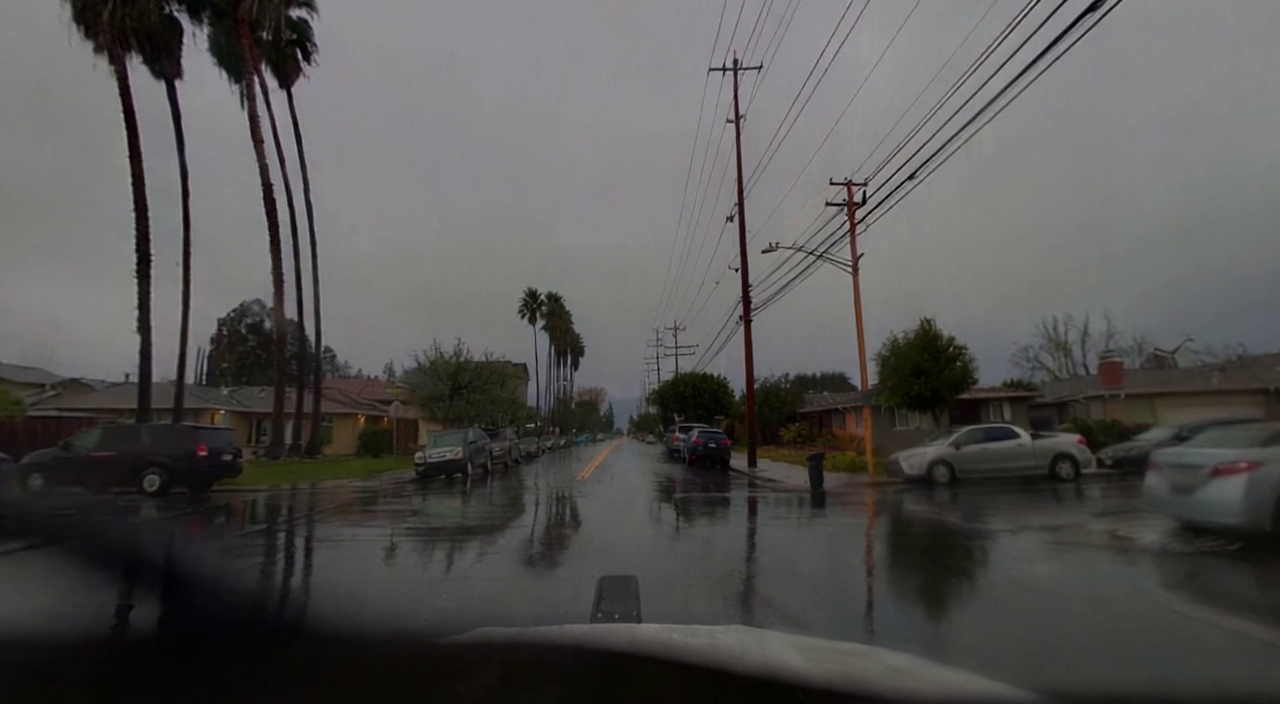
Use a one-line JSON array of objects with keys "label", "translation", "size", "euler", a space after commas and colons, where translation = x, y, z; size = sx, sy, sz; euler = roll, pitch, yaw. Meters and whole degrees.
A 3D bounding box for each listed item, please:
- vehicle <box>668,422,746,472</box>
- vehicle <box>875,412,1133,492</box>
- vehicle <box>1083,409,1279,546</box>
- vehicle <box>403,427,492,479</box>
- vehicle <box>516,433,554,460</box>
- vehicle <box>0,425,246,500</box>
[{"label": "vehicle", "translation": [2.698, 4.092, 27.252], "size": [2.505, 1.895, 5.805], "euler": [0, -9, -2]}, {"label": "vehicle", "translation": [10.278, 2.865, 18.209], "size": [5.971, 1.967, 2.385], "euler": [-1, -9, -5]}, {"label": "vehicle", "translation": [9.003, 1.676, 8.735], "size": [4.181, 1.638, 2.015], "euler": [0, -9, -1]}, {"label": "vehicle", "translation": [-6.992, 3.742, 23.498], "size": [2.198, 1.724, 4.493], "euler": [1, -9, -5]}, {"label": "vehicle", "translation": [-7.706, 7.027, 46.815], "size": [2.178, 1.865, 4.658], "euler": [0, -9, -2]}, {"label": "vehicle", "translation": [-14.802, 3.091, 17.723], "size": [5.847, 1.766, 2.392], "euler": [-2, -9, -3]}]
